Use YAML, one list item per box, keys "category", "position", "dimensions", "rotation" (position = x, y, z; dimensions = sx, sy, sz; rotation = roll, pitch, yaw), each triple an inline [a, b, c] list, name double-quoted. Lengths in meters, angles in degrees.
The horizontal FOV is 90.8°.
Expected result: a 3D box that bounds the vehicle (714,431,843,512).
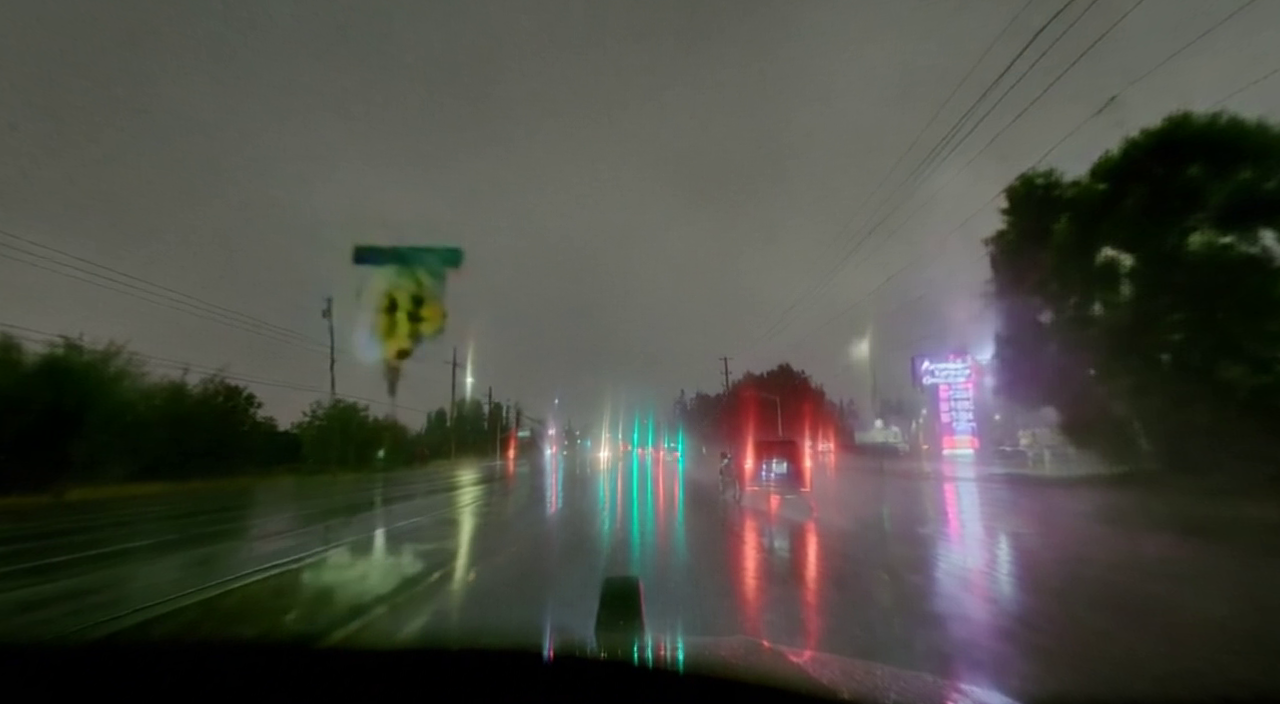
- category: "vehicle"
  position: [3.141, 2.821, 15.334]
  dimensions: [2.078, 1.668, 4.078]
  rotation: [0, -9, -2]
